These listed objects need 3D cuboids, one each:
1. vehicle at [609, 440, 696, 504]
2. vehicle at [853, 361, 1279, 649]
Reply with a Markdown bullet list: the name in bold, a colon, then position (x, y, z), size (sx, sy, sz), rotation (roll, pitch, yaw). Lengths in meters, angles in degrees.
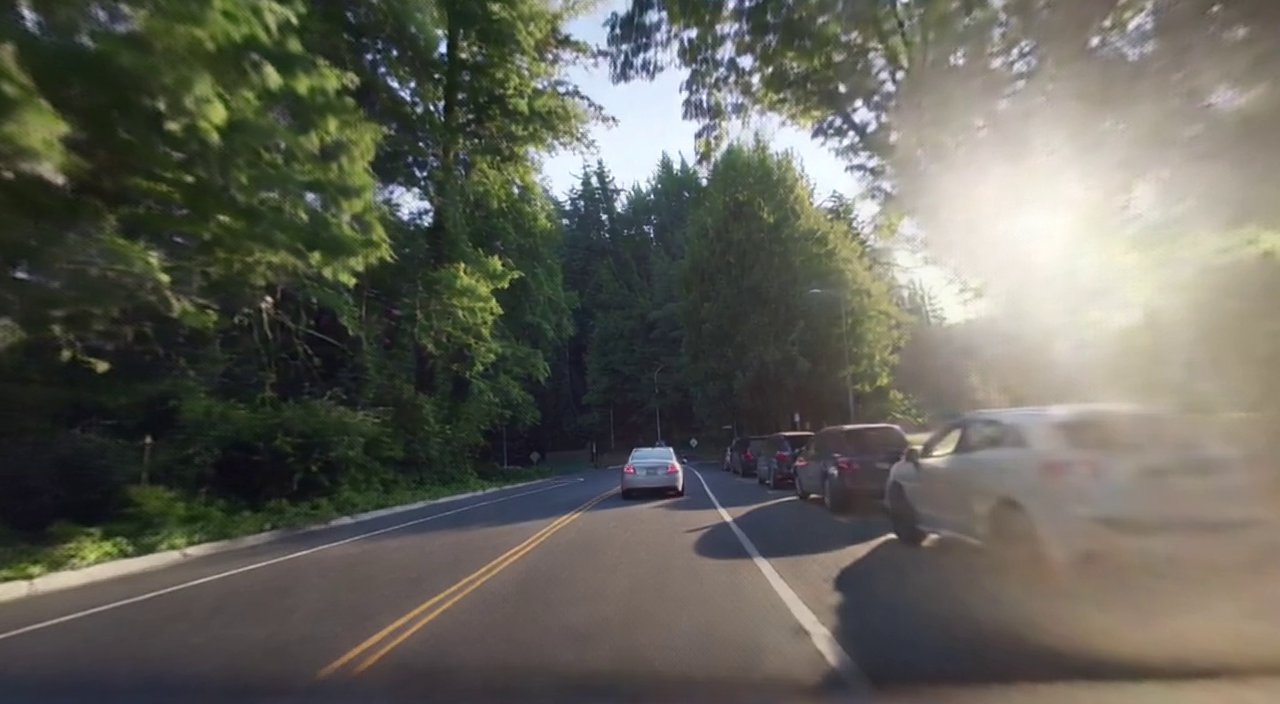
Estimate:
- **vehicle**: position (0.357, 3.175, 17.171), size (2.078, 1.521, 4.058), rotation (0, -8, 2)
- **vehicle**: position (4.002, 1.302, 6.397), size (2.066, 1.804, 4.751), rotation (0, -8, 1)
